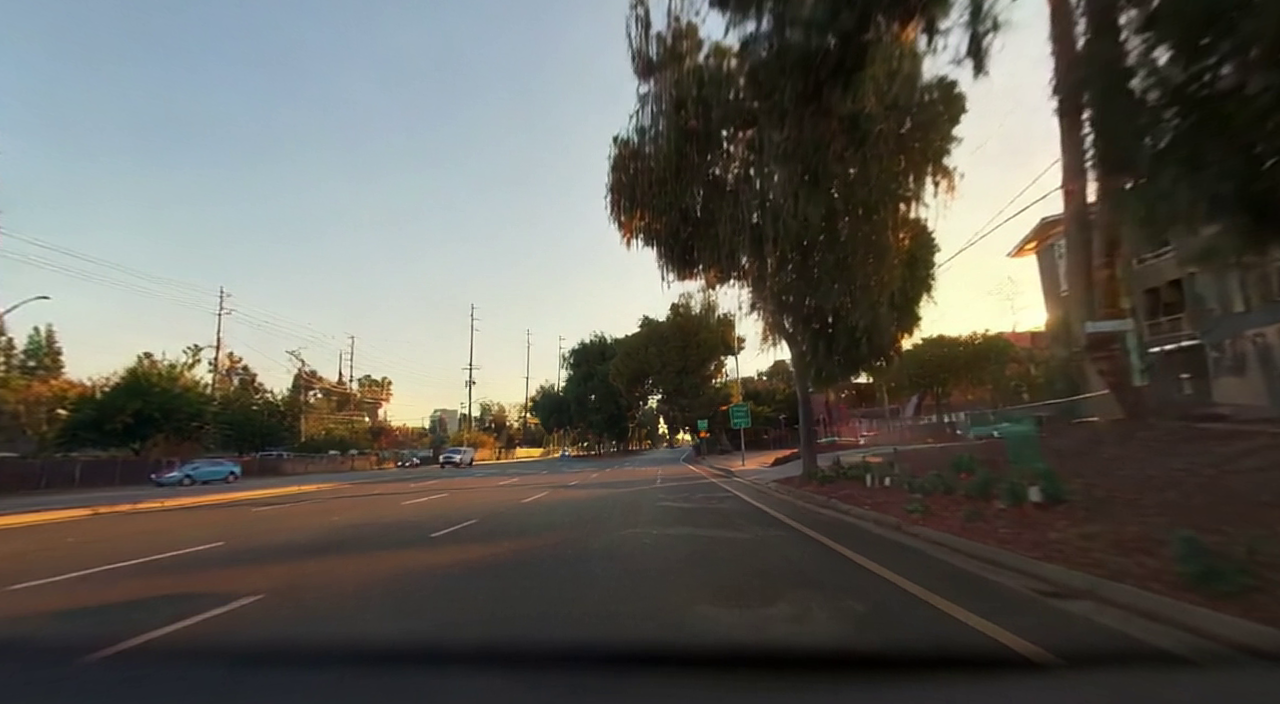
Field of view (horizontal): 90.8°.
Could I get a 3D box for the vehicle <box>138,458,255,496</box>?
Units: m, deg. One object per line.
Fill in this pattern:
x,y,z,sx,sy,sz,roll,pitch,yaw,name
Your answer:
-20.140,5.671,28.967,1.806,1.438,4.461,-1,-8,7,vehicle
